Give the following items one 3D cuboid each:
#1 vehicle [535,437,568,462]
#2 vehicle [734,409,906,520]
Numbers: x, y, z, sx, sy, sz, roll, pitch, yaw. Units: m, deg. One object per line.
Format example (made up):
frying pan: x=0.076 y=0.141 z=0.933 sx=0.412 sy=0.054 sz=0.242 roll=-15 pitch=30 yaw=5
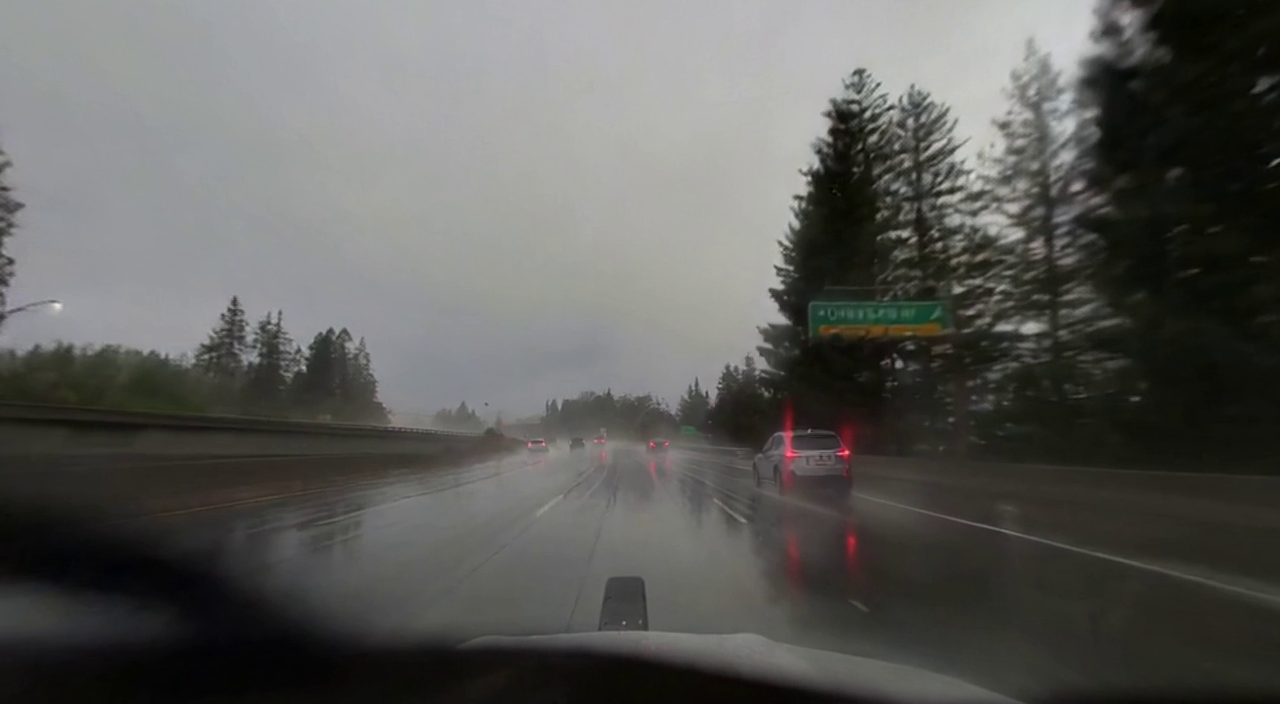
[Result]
vehicle: x=-6.110 y=6.813 z=44.090 sx=2.064 sy=1.645 sz=4.286 roll=1 pitch=-8 yaw=-5
vehicle: x=3.285 y=2.160 z=12.584 sx=2.043 sy=1.795 sz=4.347 roll=0 pitch=-8 yaw=-2
